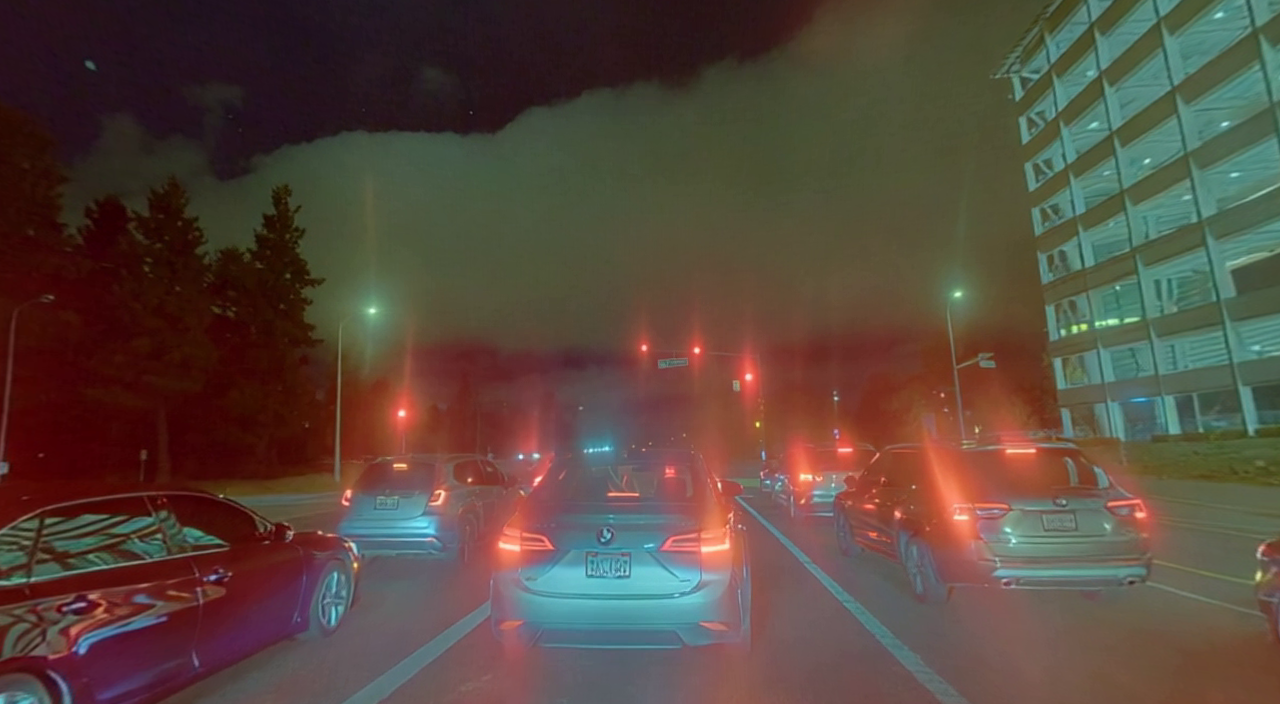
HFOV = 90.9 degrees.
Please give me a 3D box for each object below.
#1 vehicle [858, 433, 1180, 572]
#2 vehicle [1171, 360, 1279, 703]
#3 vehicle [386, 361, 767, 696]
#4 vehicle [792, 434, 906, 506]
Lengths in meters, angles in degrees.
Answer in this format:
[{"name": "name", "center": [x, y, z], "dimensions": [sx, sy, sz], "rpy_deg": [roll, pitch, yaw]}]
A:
[{"name": "vehicle", "center": [4.901, 1.975, 9.167], "dimensions": [1.963, 1.480, 4.553], "rpy_deg": [0, -8, 2]}, {"name": "vehicle", "center": [4.063, 0.613, 1.111], "dimensions": [1.993, 1.719, 4.953], "rpy_deg": [0, -8, 1]}, {"name": "vehicle", "center": [-0.210, 1.239, 5.558], "dimensions": [2.021, 1.742, 4.295], "rpy_deg": [-1, -8, 4]}, {"name": "vehicle", "center": [5.342, 3.037, 16.716], "dimensions": [1.994, 1.638, 4.100], "rpy_deg": [-1, -9, 6]}]
